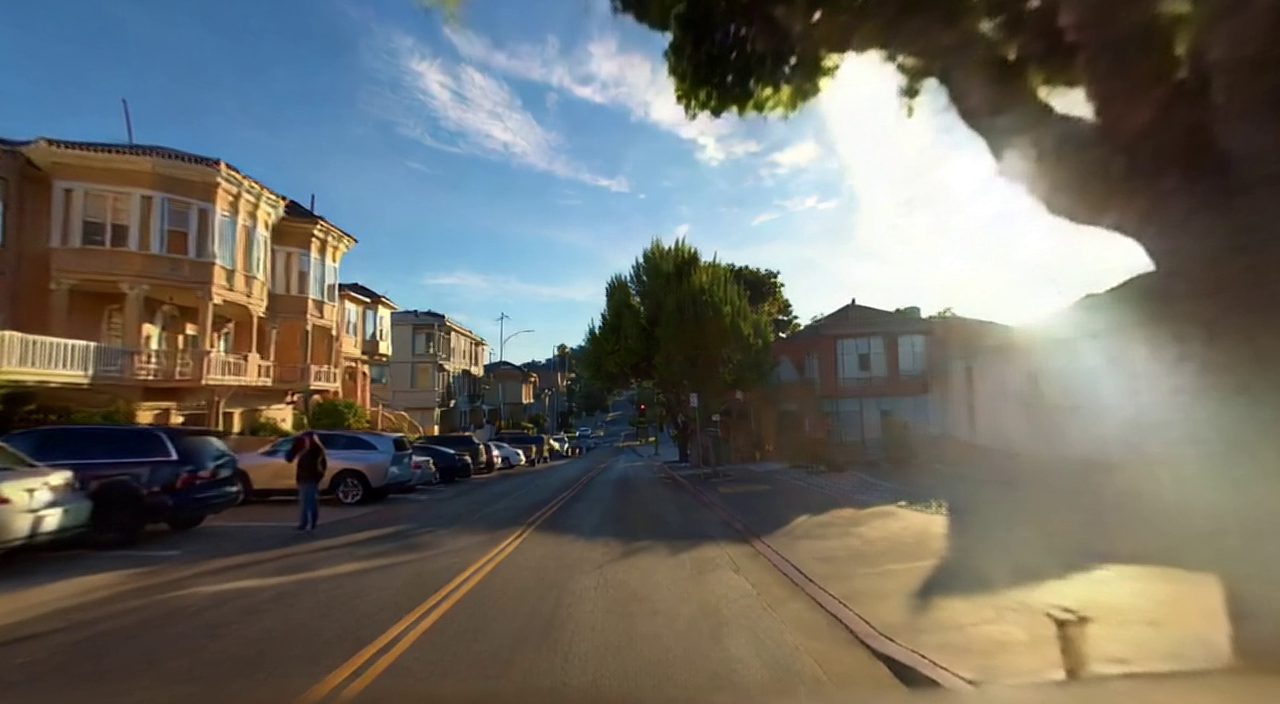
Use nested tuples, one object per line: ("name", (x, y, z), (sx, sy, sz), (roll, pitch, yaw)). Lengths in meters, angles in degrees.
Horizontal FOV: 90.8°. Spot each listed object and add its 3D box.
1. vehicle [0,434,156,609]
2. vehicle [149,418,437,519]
("vehicle", (-7.690, 1.659, 6.476), (3.908, 1.544, 1.789), (0, -9, -1))
("vehicle", (-7.407, 2.531, 13.951), (4.981, 1.975, 2.296), (-1, -9, 3))
